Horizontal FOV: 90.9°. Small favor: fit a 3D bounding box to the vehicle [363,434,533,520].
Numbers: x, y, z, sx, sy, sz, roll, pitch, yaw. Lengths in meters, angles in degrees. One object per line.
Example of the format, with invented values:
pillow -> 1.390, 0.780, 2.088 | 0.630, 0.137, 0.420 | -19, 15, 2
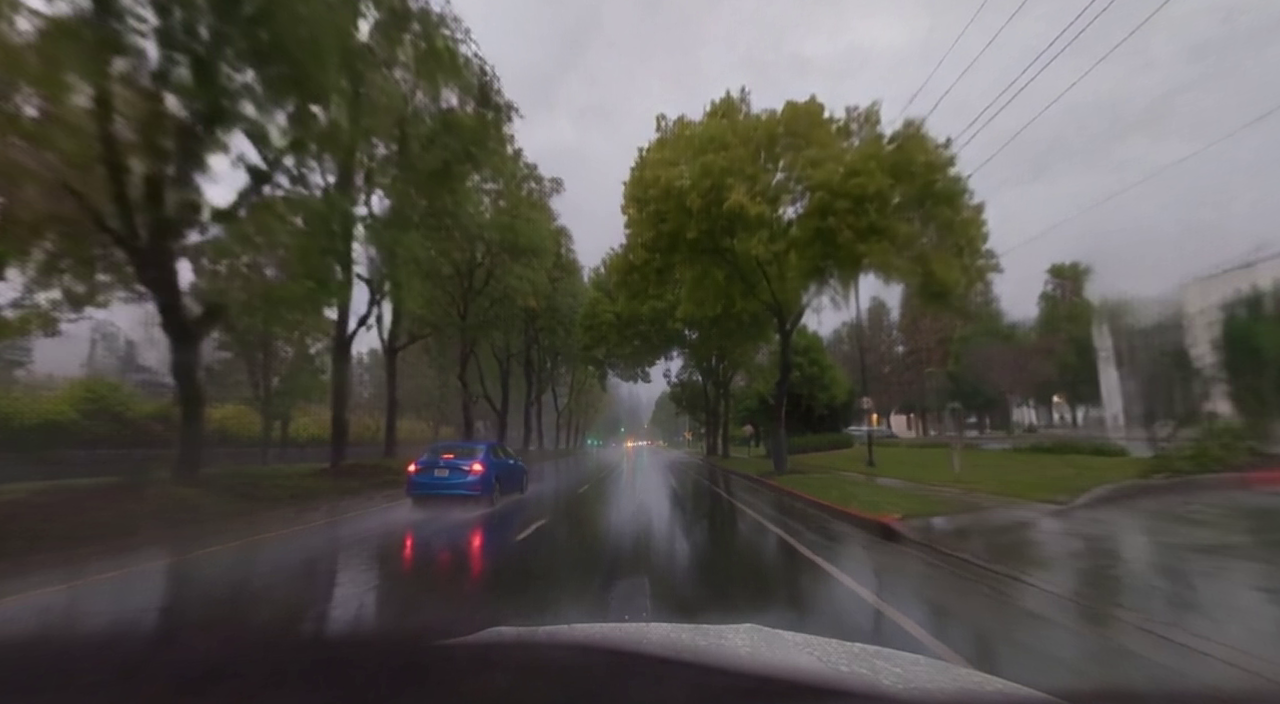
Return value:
vehicle -> -3.668, 2.475, 13.067 | 2.033, 1.454, 4.512 | 0, -8, 1
